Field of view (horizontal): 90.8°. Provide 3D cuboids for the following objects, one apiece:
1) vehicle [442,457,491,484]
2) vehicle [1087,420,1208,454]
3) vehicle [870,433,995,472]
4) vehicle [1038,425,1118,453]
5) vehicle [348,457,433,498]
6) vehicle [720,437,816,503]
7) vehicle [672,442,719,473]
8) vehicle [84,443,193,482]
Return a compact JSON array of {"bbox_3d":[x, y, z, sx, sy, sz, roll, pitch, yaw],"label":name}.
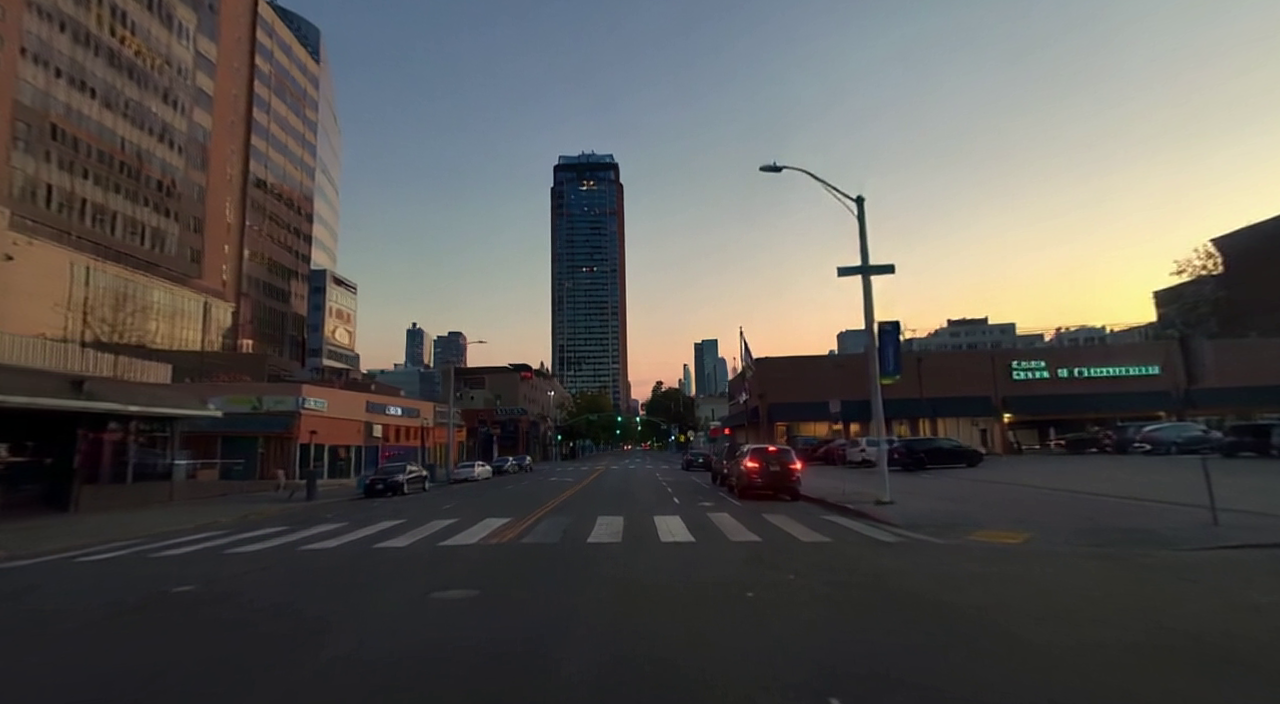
[{"bbox_3d":[-10.888,7.458,40.039,1.861,1.473,4.633,0,-8,-1],"label":"vehicle"},{"bbox_3d":[27.190,4.614,33.963,4.579,1.735,2.092,0,-9,0],"label":"vehicle"},{"bbox_3d":[13.525,4.679,29.512,4.732,1.746,2.141,-1,-8,3],"label":"vehicle"},{"bbox_3d":[27.022,5.363,39.052,3.666,1.448,1.639,-3,-6,1],"label":"vehicle"},{"bbox_3d":[-10.943,5.514,28.099,2.018,1.553,4.407,0,-8,-1],"label":"vehicle"},{"bbox_3d":[3.829,3.615,19.918,2.118,1.779,5.121,0,-8,2],"label":"vehicle"},{"bbox_3d":[3.597,6.974,42.119,2.492,1.909,5.830,0,-8,-1],"label":"vehicle"},{"bbox_3d":[-22.474,4.937,28.536,1.778,1.639,4.019,0,-8,-3],"label":"vehicle"}]
